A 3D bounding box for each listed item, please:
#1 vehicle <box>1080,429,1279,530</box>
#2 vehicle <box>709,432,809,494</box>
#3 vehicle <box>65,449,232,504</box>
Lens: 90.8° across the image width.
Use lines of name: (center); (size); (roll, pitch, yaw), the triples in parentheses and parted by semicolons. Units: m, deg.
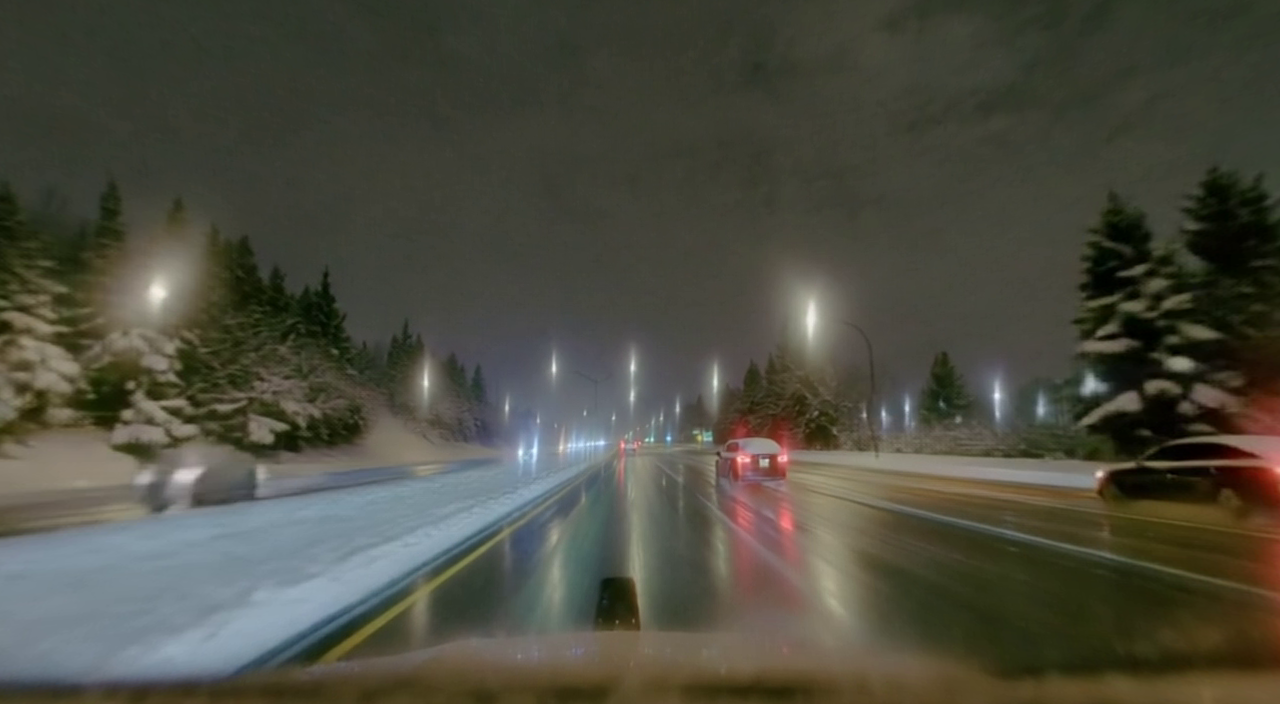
vehicle: (10.640, 2.167, 11.145); (1.987, 1.502, 5.130); (0, -9, -1)
vehicle: (3.343, 3.213, 18.612); (2.018, 1.600, 4.121); (0, -9, -2)
vehicle: (-15.184, 3.818, 19.879); (1.851, 1.513, 4.241); (0, -9, 0)
